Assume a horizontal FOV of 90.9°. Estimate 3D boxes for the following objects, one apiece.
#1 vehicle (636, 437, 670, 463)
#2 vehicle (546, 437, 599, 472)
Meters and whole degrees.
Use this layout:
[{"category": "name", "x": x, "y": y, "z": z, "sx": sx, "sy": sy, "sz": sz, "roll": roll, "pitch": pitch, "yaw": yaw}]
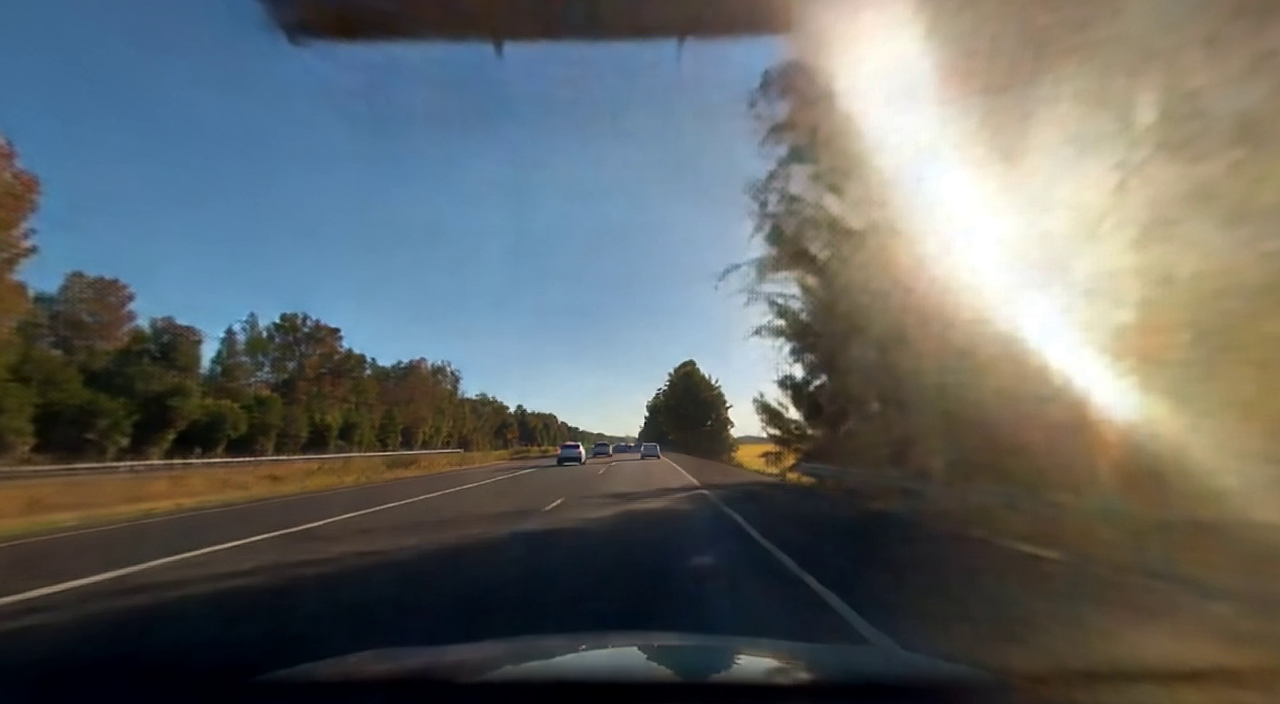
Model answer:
[{"category": "vehicle", "x": 0.889, "y": 6.849, "z": 44.043, "sx": 2.259, "sy": 1.697, "sz": 4.106, "roll": 0, "pitch": -8, "yaw": 1}, {"category": "vehicle", "x": -3.323, "y": 5.168, "z": 31.965, "sx": 2.028, "sy": 1.634, "sz": 4.441, "roll": 0, "pitch": -8, "yaw": 2}]
